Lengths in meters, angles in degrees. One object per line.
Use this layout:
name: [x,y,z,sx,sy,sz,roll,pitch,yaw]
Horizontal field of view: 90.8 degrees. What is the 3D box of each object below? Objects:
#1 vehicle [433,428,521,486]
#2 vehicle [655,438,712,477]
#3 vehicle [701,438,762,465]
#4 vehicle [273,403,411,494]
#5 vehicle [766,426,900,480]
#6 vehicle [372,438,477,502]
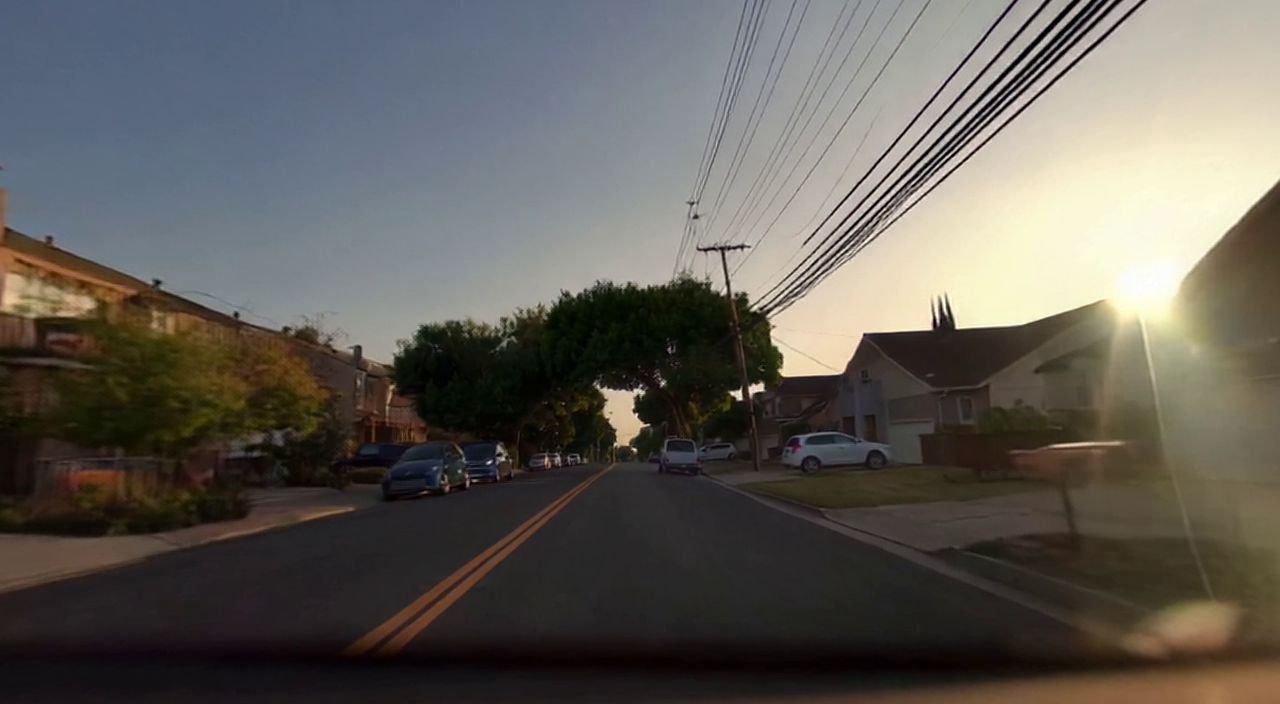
vehicle: [-7.047,4.798,28.136,2.269,2.229,6.042,-2,-12,0]
vehicle: [2.254,5.686,34.379,2.203,1.952,5.111,1,-9,-6]
vehicle: [7.170,7.883,49.943,4.421,1.836,1.956,-2,-13,-1]
vehicle: [-12.094,4.018,26.606,2.781,3.221,7.995,1,-9,-7]
vehicle: [7.526,4.020,24.963,4.489,1.812,2.056,-1,-13,-5]
vehicle: [-7.008,3.983,21.126,2.046,1.777,4.473,-3,-12,-2]
